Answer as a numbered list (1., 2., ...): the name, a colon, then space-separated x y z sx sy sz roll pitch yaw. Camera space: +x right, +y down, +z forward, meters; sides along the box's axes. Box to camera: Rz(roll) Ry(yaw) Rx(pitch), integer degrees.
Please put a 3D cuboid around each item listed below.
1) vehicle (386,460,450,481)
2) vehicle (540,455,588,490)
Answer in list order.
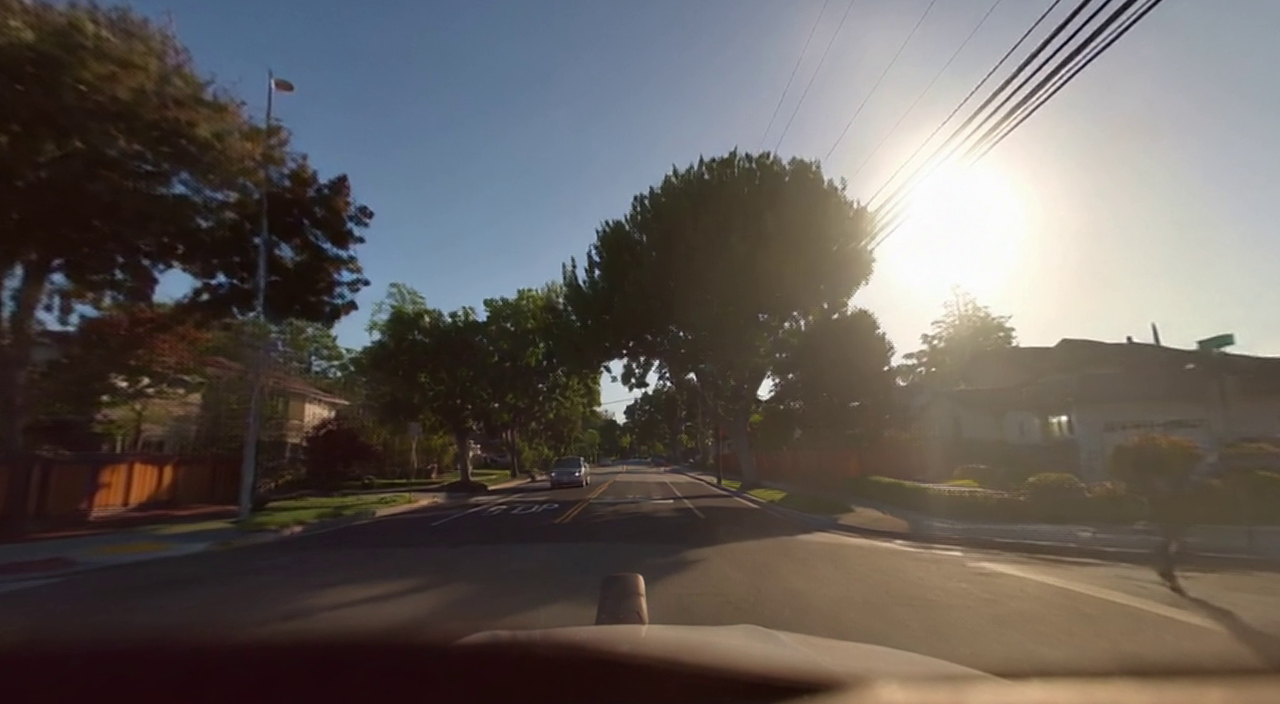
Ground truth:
1. vehicle: -16.707 8.944 47.736 4.199 1.510 2.058 2 -9 -10
2. vehicle: -3.888 6.239 32.979 1.935 1.595 3.972 0 -9 1
